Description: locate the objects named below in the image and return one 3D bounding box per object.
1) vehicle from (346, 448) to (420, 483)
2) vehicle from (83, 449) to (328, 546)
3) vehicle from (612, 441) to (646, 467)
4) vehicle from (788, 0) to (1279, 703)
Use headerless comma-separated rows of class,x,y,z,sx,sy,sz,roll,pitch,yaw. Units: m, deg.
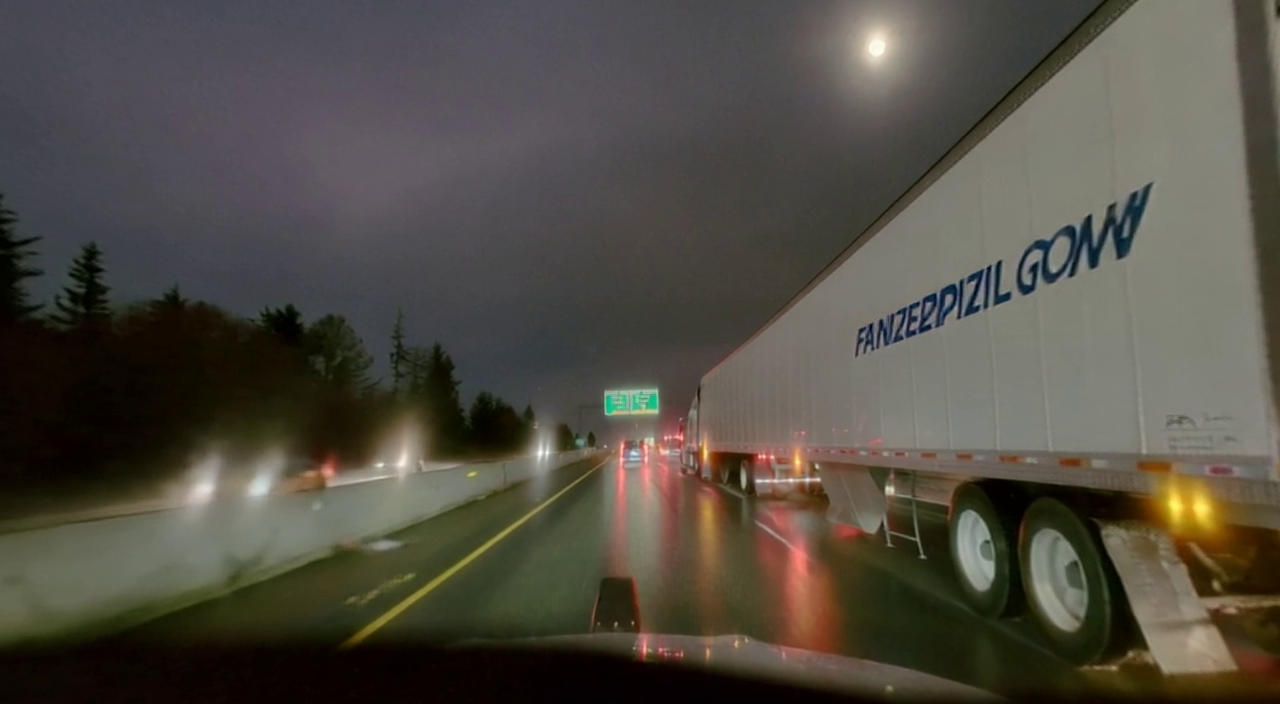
vehicle,-12.442,5.488,30.697,1.995,1.524,3.877,-1,-8,-1
vehicle,-8.376,2.776,12.731,1.986,1.522,4.181,-1,-8,-1
vehicle,-0.661,6.068,37.662,1.943,1.491,3.459,0,-8,-1
vehicle,4.237,0.232,6.796,2.853,4.086,9.078,0,-8,-1
